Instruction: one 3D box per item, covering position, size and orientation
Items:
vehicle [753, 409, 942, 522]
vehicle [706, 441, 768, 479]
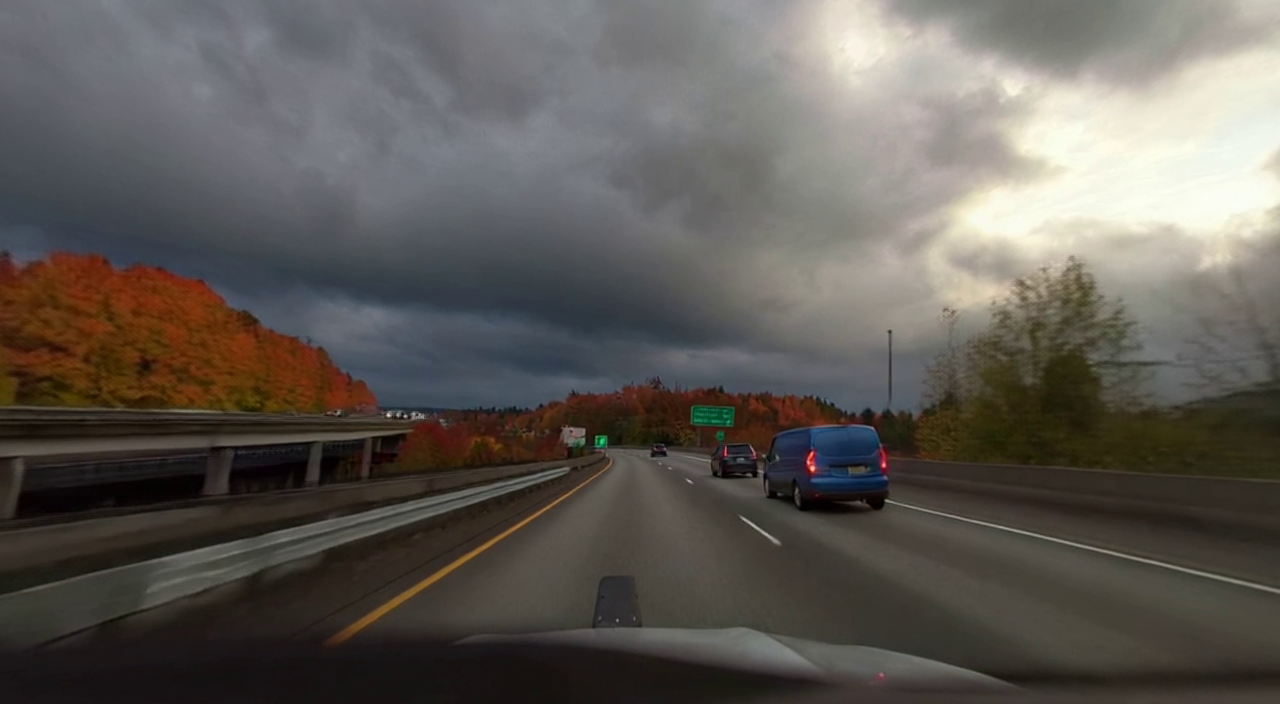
[{"bbox_3d":[4.035,2.345,13.363,2.205,1.923,4.956,0,-9,-1],"label":"vehicle"},{"bbox_3d":[4.173,4.712,27.583,1.952,1.536,4.036,0,-9,-2],"label":"vehicle"}]
